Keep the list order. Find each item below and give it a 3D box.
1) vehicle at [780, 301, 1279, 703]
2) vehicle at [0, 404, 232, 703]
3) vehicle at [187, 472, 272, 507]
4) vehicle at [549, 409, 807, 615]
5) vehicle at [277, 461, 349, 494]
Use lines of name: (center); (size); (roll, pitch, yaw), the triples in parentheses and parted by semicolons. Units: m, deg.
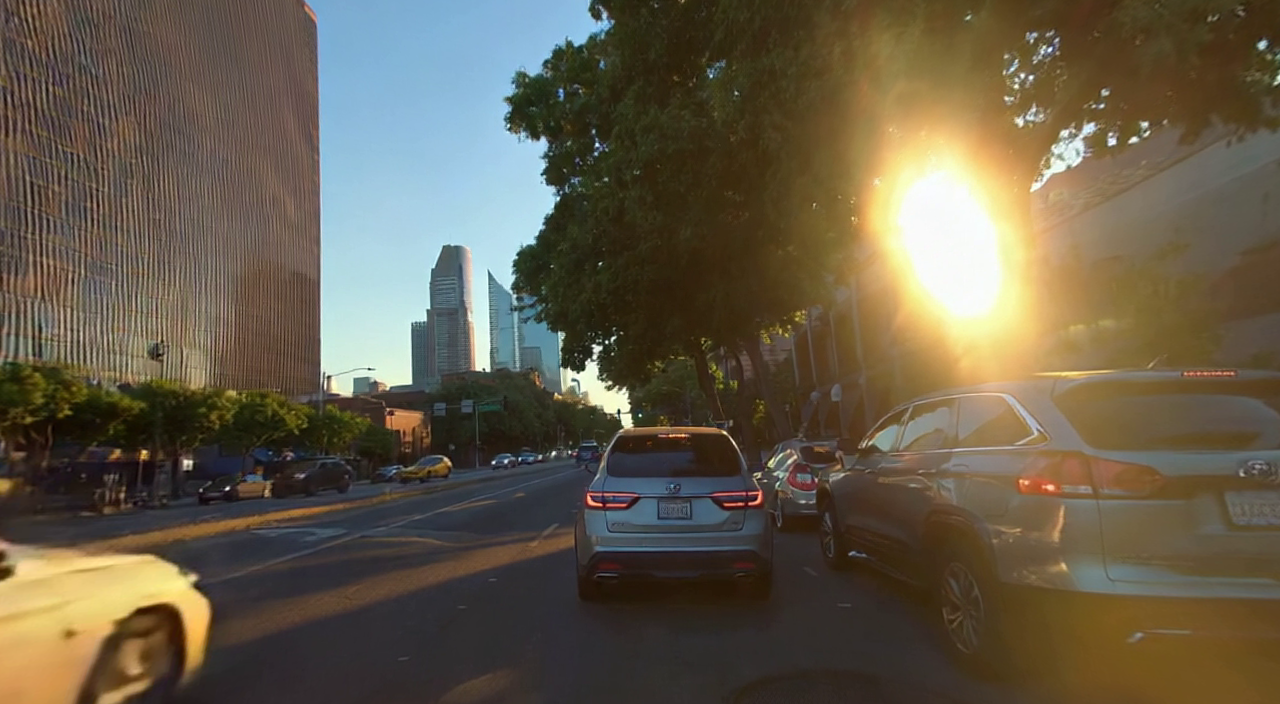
vehicle: (2.746, 1.066, 4.917); (2.117, 1.855, 4.794); (0, -9, -1)
vehicle: (-3.072, 0.715, 0.687); (2.088, 1.483, 4.708); (0, -9, 0)
vehicle: (-22.643, 7.572, 35.007); (1.854, 1.419, 4.318); (-7, -8, 0)
vehicle: (0.238, 1.539, 6.866); (2.045, 1.608, 3.573); (0, -9, -2)
vehicle: (-19.371, 7.430, 37.601); (2.068, 1.729, 4.135); (0, -9, 0)
